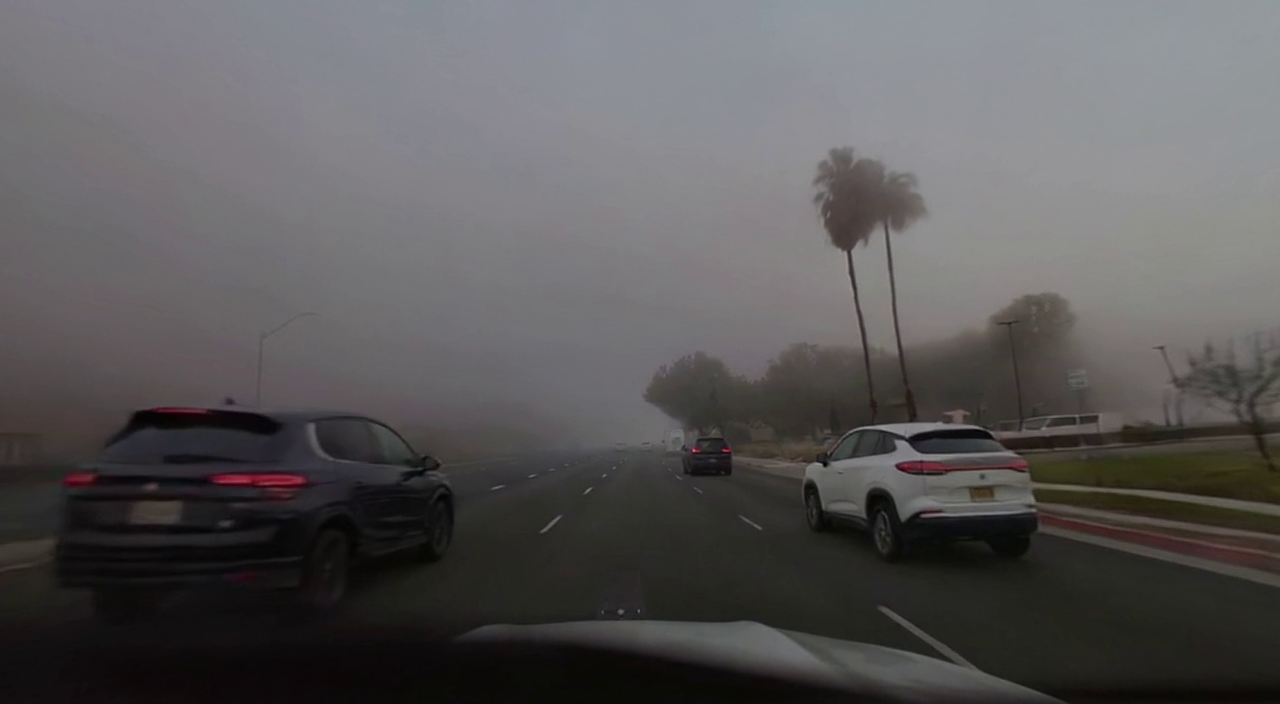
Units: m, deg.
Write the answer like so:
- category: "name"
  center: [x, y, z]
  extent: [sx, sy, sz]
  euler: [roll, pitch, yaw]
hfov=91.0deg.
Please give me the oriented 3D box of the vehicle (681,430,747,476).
- category: "vehicle"
  center: [3.203, 4.530, 28.358]
  extent: [2.244, 1.901, 4.561]
  euler: [0, -8, -2]

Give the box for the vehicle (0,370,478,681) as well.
- category: "vehicle"
  center: [-3.166, 1.300, 5.863]
  extent: [2.084, 1.735, 4.528]
  euler: [0, -8, 0]

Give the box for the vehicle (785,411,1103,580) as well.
- category: "vehicle"
  center: [3.547, 1.749, 8.466]
  extent: [2.084, 1.682, 4.148]
  euler: [0, -8, -2]
